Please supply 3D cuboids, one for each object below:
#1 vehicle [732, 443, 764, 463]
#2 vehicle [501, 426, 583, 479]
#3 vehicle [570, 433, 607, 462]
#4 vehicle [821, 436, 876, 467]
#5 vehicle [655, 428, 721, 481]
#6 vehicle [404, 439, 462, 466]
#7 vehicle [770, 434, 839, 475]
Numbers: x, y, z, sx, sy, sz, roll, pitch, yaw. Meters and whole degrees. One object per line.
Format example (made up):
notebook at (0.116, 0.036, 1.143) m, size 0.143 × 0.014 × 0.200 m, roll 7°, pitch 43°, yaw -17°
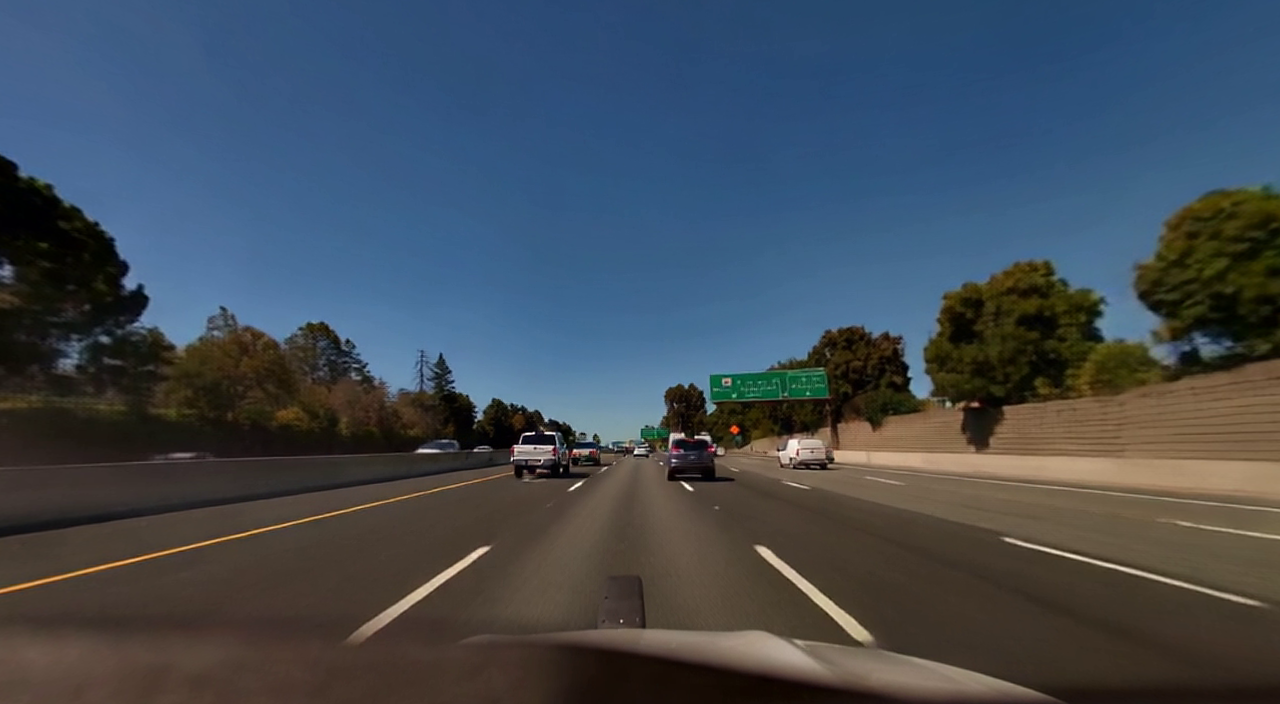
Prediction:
vehicle at (8.287, 7.767, 48.600) m, size 1.815 × 1.479 × 3.892 m, roll 0°, pitch -8°, yaw 1°
vehicle at (-3.572, 3.806, 23.981) m, size 2.199 × 1.777 × 4.790 m, roll 0°, pitch -8°, yaw 2°
vehicle at (-3.902, 7.412, 48.948) m, size 2.317 × 2.049 × 5.746 m, roll 0°, pitch -8°, yaw 1°
vehicle at (12.800, 6.147, 38.932) m, size 2.010 × 1.765 × 4.375 m, roll 0°, pitch -8°, yaw 1°
vehicle at (1.668, 3.694, 22.895) m, size 2.181 × 1.728 × 3.970 m, roll 0°, pitch -8°, yaw 2°
vehicle at (-13.270, 6.453, 40.631) m, size 1.960 × 1.588 × 4.540 m, roll 0°, pitch -9°, yaw 3°
vehicle at (7.253, 4.557, 28.137) m, size 2.022 × 1.682 × 4.226 m, roll 0°, pitch -8°, yaw 1°
